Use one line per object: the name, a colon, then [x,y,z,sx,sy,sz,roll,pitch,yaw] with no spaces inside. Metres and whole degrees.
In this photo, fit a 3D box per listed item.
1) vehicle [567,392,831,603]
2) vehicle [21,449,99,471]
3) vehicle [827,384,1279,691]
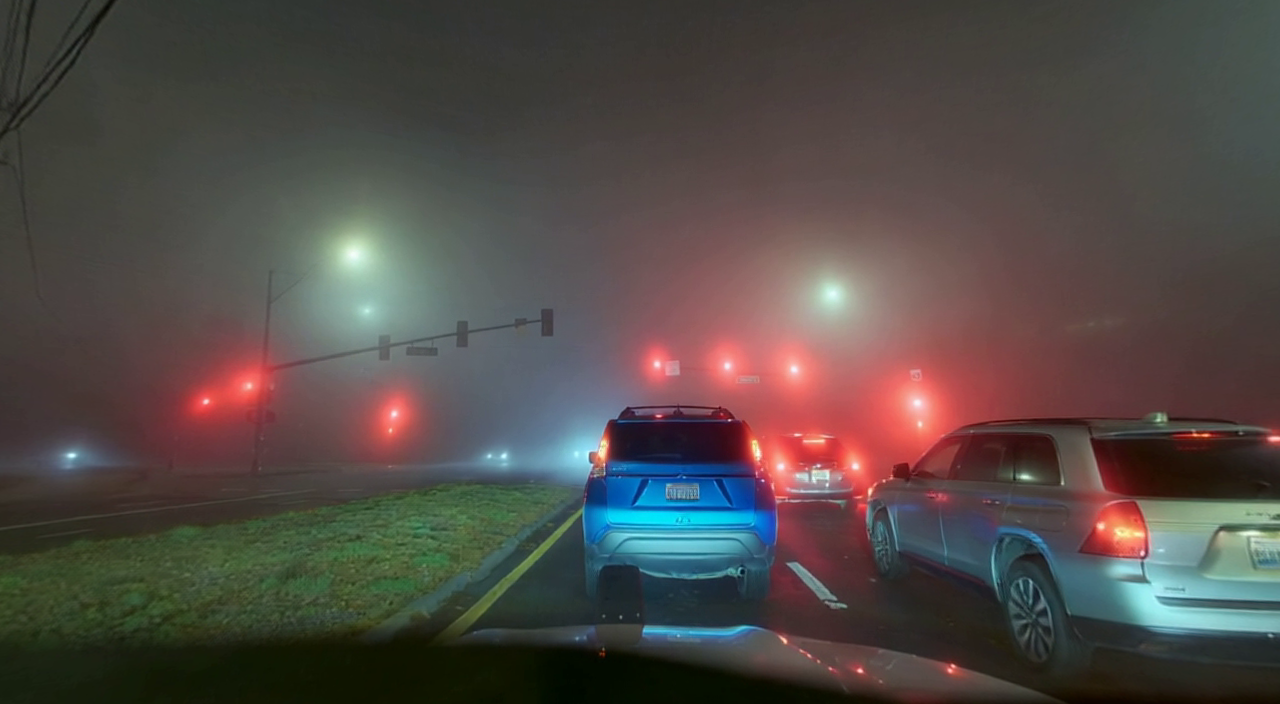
vehicle: [0.455,1.553,7.616,2.240,1.778,4.335,0,-8,-1]
vehicle: [-40.838,7.563,44.458,4.647,1.453,1.881,-3,-9,18]
vehicle: [3.408,1.337,5.783,1.990,1.649,4.625,0,-8,0]
